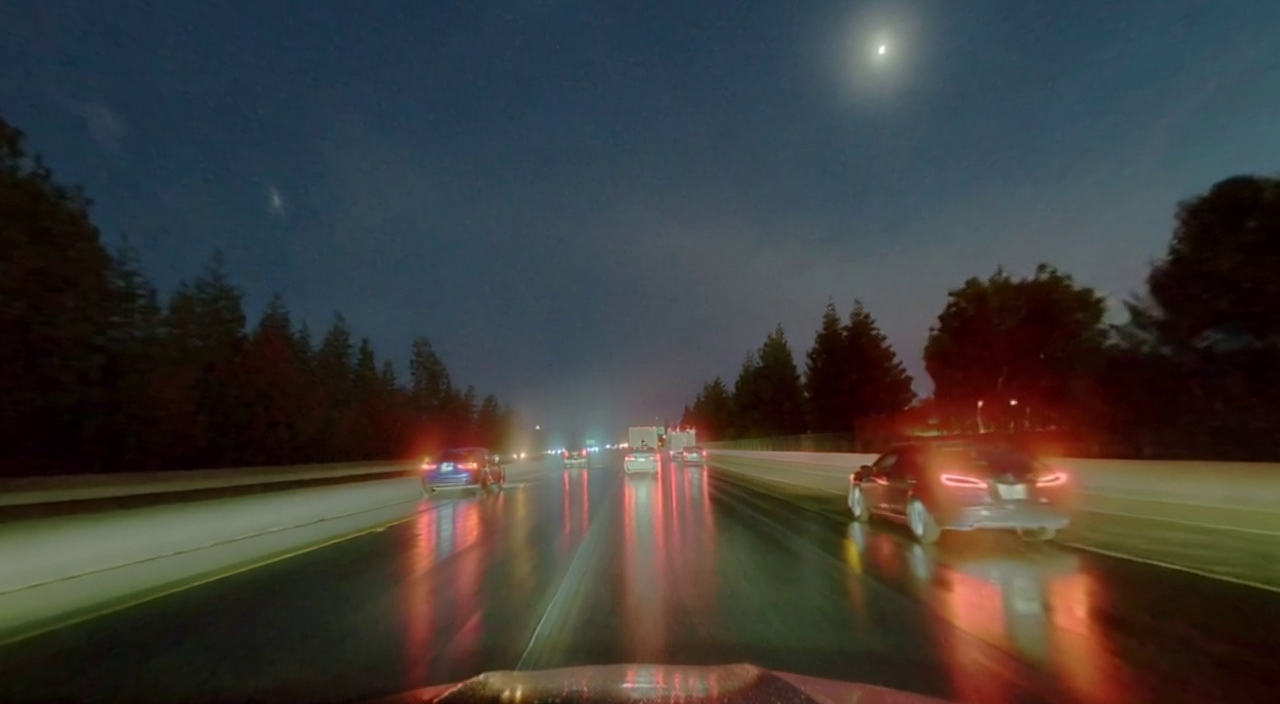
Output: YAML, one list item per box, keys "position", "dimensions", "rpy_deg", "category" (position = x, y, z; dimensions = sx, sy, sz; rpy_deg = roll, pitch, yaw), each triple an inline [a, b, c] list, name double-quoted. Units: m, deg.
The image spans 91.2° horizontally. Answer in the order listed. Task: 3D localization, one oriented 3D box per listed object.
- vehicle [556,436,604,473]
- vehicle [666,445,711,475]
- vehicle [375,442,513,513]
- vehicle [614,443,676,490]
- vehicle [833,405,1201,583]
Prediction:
- position: [-3.381, 5.925, 36.318]
  dimensions: [2.230, 1.973, 4.403]
  rpy_deg: [-1, -9, 2]
  category: "vehicle"
- position: [2.553, 5.857, 34.211]
  dimensions: [1.959, 1.503, 4.064]
  rpy_deg: [0, -9, -2]
  category: "vehicle"
- position: [-4.610, 3.020, 15.535]
  dimensions: [1.967, 1.473, 4.439]
  rpy_deg: [0, -9, 0]
  category: "vehicle"
- position: [0.162, 4.083, 22.662]
  dimensions: [2.015, 1.526, 4.286]
  rpy_deg: [0, -9, 0]
  category: "vehicle"
- position: [4.176, 1.649, 7.995]
  dimensions: [2.018, 1.639, 4.149]
  rpy_deg: [0, -9, -1]
  category: "vehicle"
